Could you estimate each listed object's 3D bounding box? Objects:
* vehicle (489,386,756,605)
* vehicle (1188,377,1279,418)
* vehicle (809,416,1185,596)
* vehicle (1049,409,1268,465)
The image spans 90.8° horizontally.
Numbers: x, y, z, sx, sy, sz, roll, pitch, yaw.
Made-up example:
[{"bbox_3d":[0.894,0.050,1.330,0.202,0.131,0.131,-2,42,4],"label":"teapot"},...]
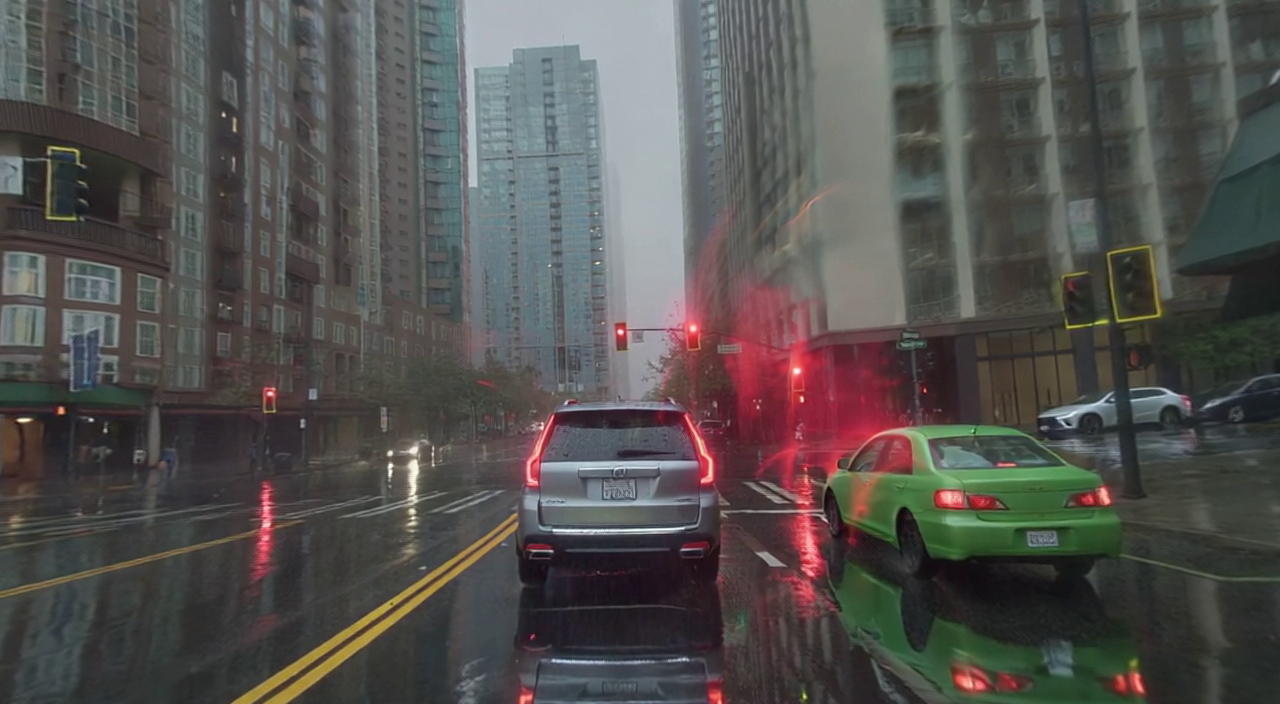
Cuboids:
[{"bbox_3d":[-0.134,1.480,7.305,2.168,1.776,4.135,0,-8,0],"label":"vehicle"},{"bbox_3d":[26.590,1.978,27.170,4.287,1.639,1.729,0,-8,1],"label":"vehicle"},{"bbox_3d":[3.688,1.662,7.755,1.987,1.538,4.510,0,-8,0],"label":"vehicle"},{"bbox_3d":[14.267,2.378,17.605,4.354,1.466,1.863,-1,-8,2],"label":"vehicle"}]
